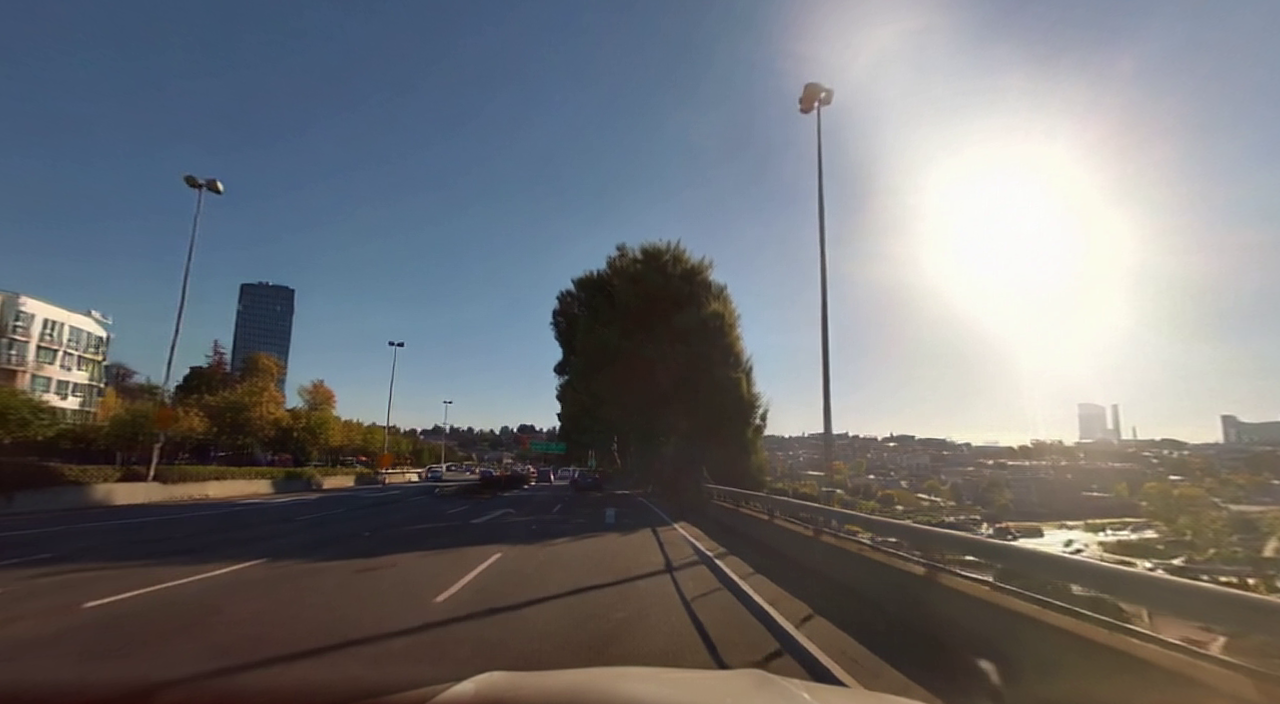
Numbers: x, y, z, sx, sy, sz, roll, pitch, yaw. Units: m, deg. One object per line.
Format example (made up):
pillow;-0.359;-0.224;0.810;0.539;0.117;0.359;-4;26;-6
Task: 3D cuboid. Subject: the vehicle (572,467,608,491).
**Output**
vehicle;-3.477;8.602;42.858;2.129;1.471;4.258;2;-10;-8
